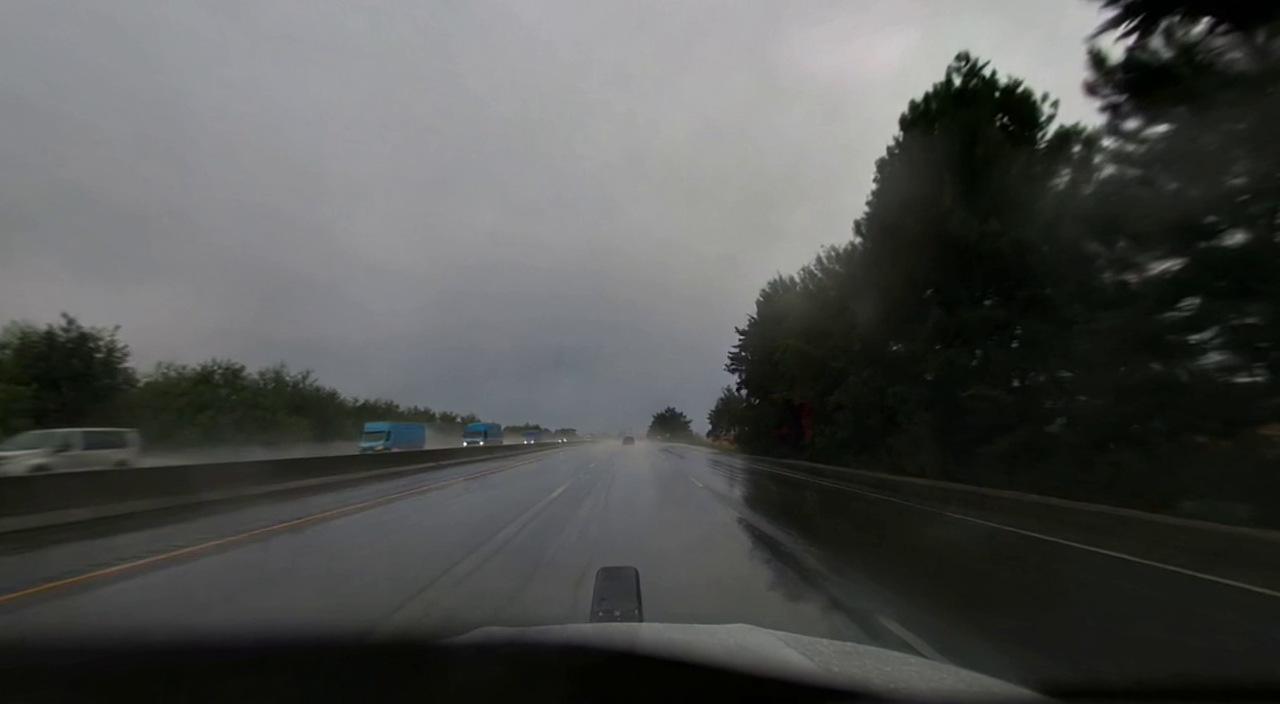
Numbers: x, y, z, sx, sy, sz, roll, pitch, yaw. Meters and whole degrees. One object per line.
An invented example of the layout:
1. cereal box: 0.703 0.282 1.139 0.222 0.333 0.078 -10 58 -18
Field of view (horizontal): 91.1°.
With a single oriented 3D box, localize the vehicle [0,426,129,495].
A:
1. vehicle: -19.722 3.379 19.933 2.226 1.973 5.740 0 -8 0
